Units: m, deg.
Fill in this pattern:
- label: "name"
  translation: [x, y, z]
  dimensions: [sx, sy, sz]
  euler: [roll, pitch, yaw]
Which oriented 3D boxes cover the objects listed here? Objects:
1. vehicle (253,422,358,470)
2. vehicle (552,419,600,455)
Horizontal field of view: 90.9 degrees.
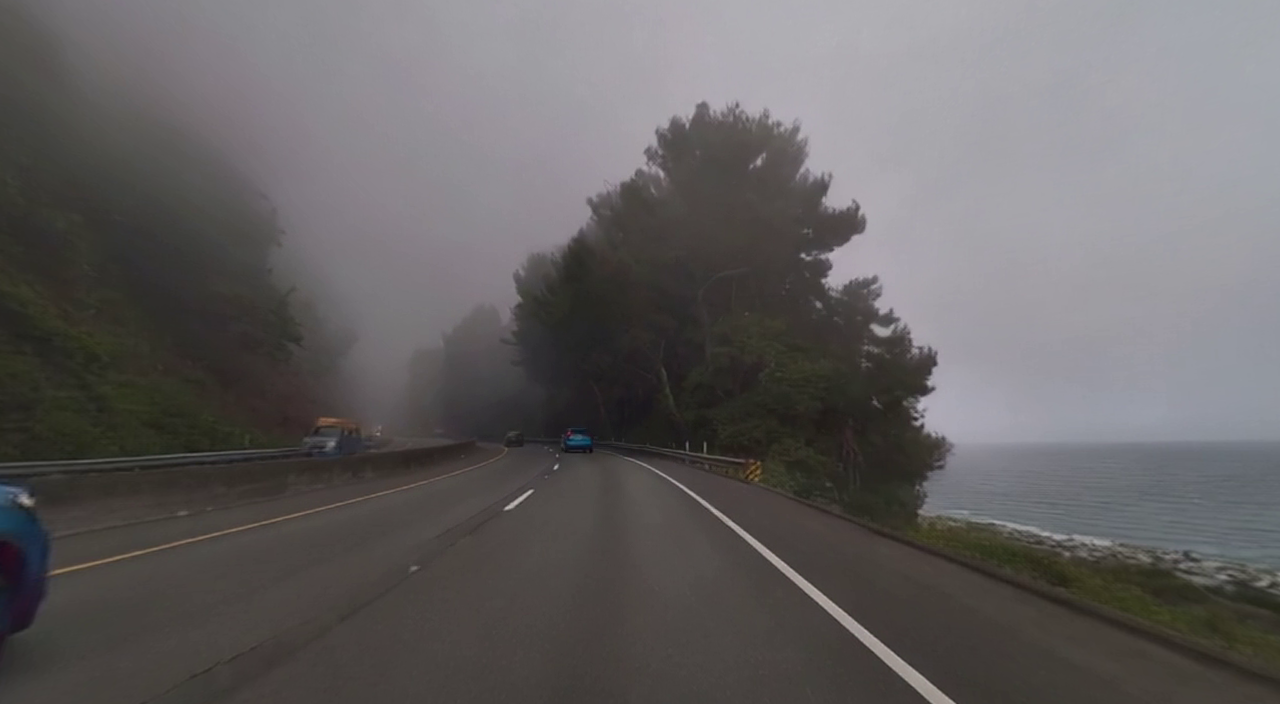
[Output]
- label: "vehicle"
  translation: [-17.040, 4.834, 32.609]
  dimensions: [2.661, 2.208, 6.199]
  euler: [1, -8, -7]
- label: "vehicle"
  translation: [-4.286, 5.610, 41.303]
  dimensions: [2.632, 2.162, 5.529]
  euler: [1, -9, -11]
